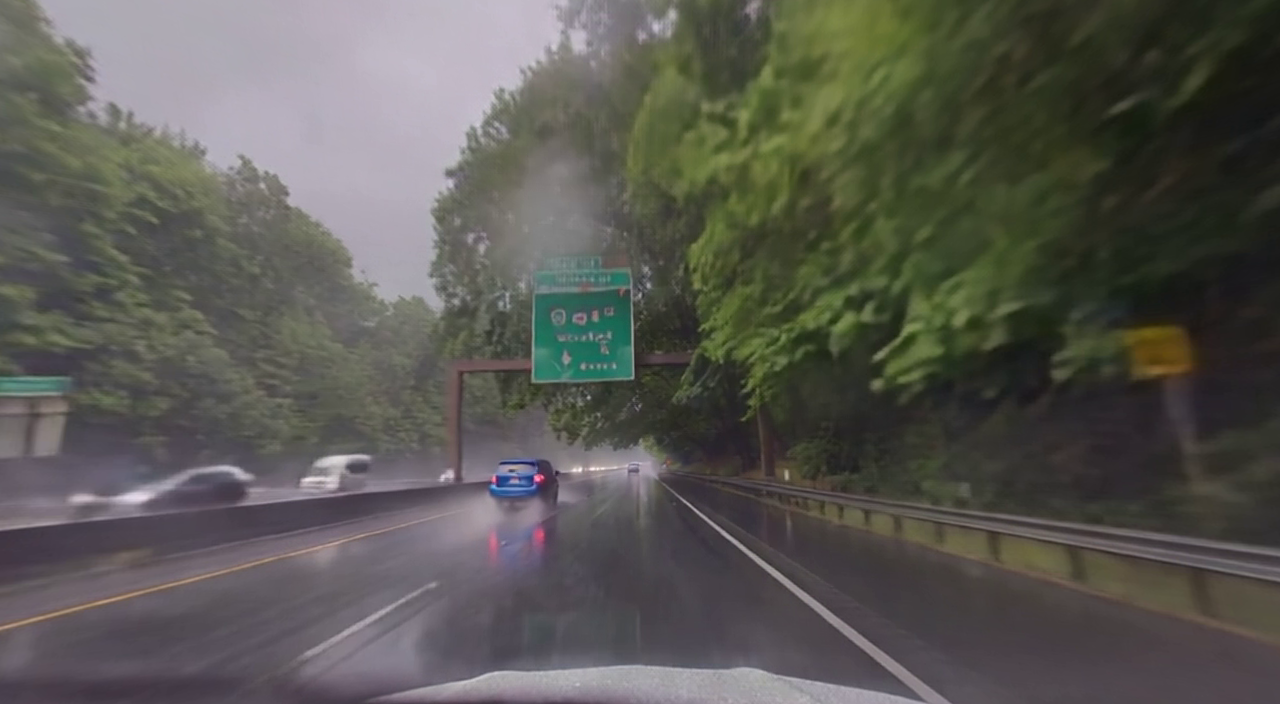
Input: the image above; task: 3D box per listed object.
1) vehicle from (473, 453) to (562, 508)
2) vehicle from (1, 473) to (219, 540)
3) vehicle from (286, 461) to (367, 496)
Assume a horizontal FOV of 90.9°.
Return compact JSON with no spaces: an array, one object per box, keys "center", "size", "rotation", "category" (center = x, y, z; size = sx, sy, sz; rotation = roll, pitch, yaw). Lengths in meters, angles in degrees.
[{"center":[-3.890,4.199,20.817],"size":[2.081,1.586,4.245],"rotation":[0,-10,0],"category":"vehicle"},{"center":[-13.474,3.926,16.496],"size":[1.827,1.436,4.554],"rotation":[1,-10,-2],"category":"vehicle"},{"center":[-17.788,7.195,36.098],"size":[2.060,1.831,5.034],"rotation":[1,-10,-1],"category":"vehicle"}]
